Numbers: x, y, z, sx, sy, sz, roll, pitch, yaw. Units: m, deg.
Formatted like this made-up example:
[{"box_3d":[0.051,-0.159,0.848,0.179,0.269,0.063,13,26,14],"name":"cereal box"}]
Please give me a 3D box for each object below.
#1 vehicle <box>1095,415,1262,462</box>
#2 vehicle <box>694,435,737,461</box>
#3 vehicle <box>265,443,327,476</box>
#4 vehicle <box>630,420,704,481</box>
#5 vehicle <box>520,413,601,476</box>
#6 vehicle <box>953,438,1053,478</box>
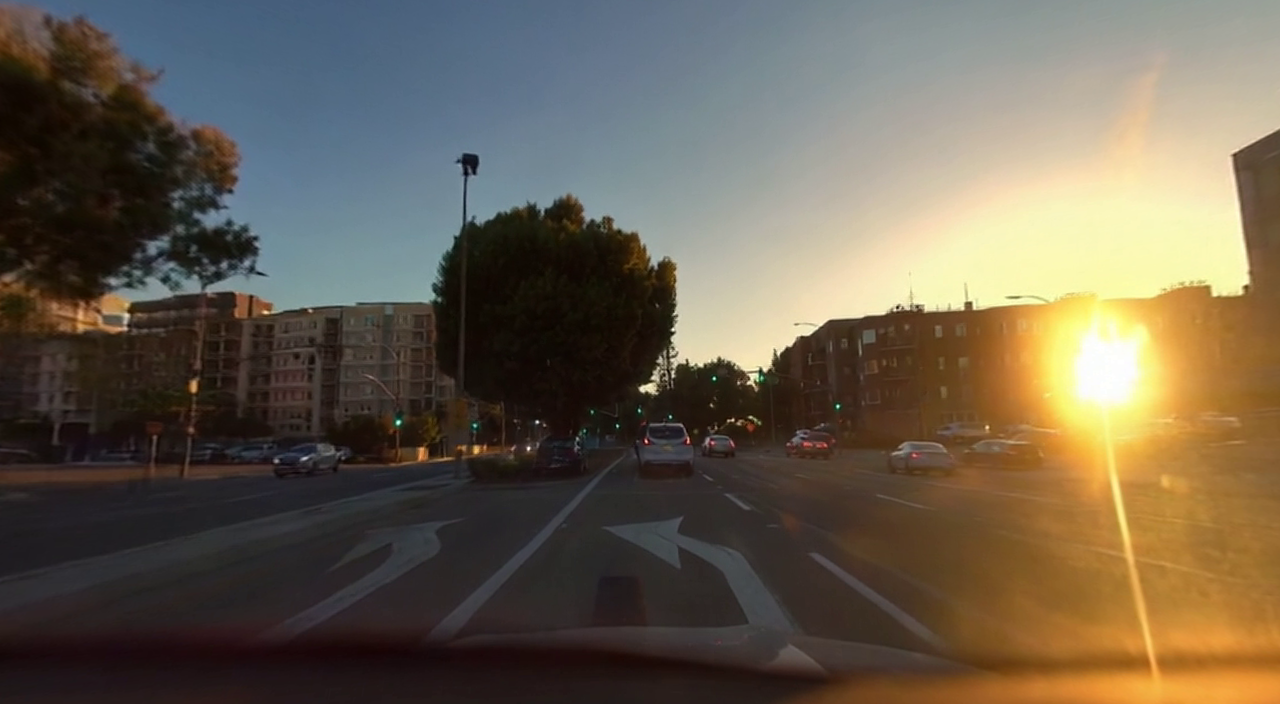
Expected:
[{"box_3d":[23.274,3.797,27.451,5.050,1.756,2.206,-2,-9,1],"name":"vehicle"},{"box_3d":[4.657,6.008,39.549,2.075,1.486,4.316,0,-8,-1],"name":"vehicle"},{"box_3d":[-16.962,5.278,31.289,1.993,1.462,4.586,3,-9,-20],"name":"vehicle"},{"box_3d":[0.795,3.268,21.097,2.222,1.841,4.031,0,-8,-1],"name":"vehicle"},{"box_3d":[-2.838,3.496,23.895,2.396,2.143,4.824,0,-8,1],"name":"vehicle"},{"box_3d":[14.339,4.192,25.153,1.706,1.474,3.761,0,-8,0],"name":"vehicle"}]
